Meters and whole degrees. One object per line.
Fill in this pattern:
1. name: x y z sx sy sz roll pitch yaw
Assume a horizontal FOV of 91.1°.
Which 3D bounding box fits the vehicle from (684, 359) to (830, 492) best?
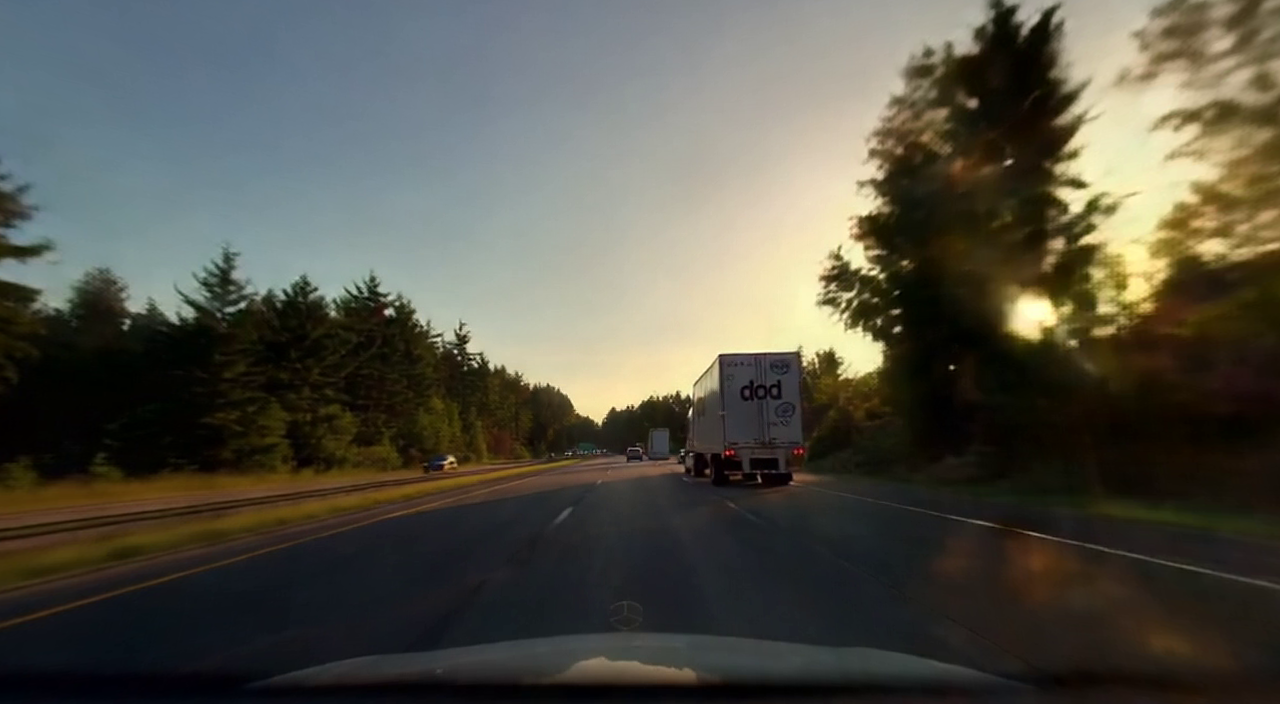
1. vehicle: 4.005 3.272 25.968 2.973 4.007 14.076 0 -9 -1
